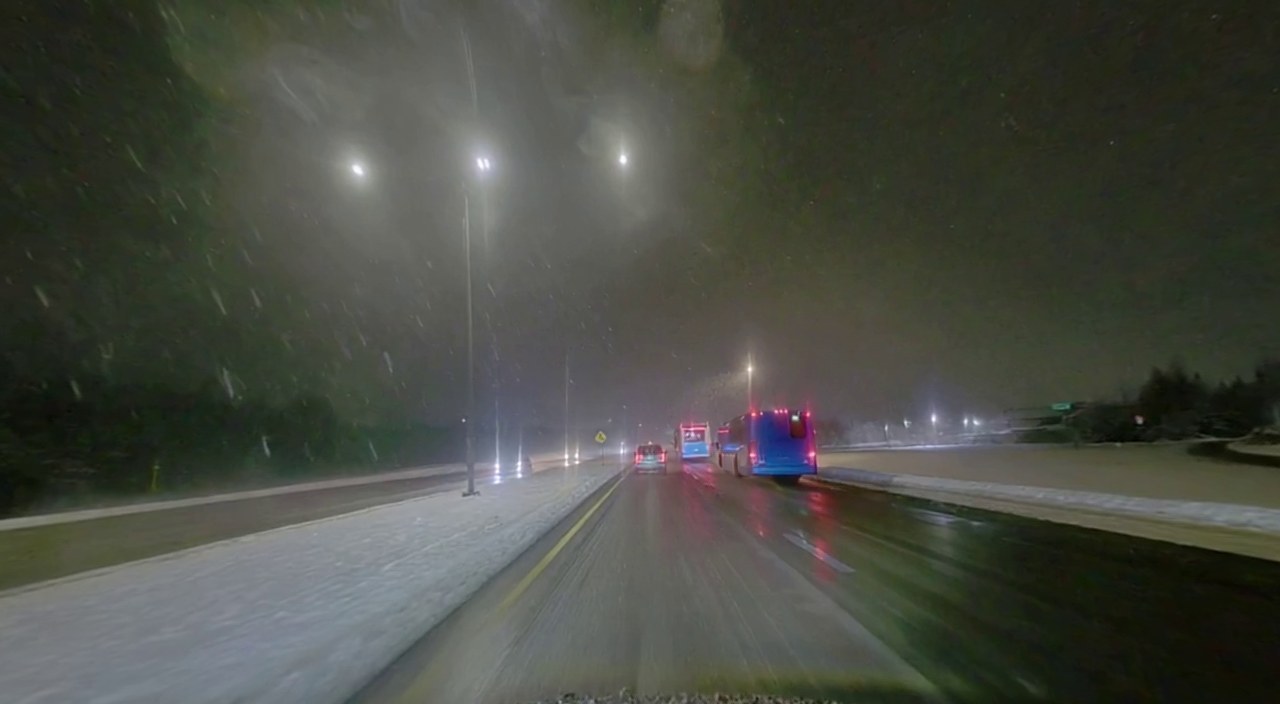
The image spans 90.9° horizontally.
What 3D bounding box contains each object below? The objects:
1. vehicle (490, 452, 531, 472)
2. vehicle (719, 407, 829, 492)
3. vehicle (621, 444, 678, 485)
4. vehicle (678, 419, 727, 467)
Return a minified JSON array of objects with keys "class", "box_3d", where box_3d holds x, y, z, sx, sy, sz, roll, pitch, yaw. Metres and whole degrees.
[{"class":"vehicle","box_3d":[-10.092,8.621,49.544,2.076,1.459,4.477,0,-9,2]},{"class":"vehicle","box_3d":[4.433,3.412,22.098,2.440,2.555,5.957,0,-9,-1]},{"class":"vehicle","box_3d":[0.355,4.301,24.373,2.004,1.449,3.817,0,-9,0]},{"class":"vehicle","box_3d":[4.623,7.026,48.297,2.883,3.358,7.942,0,-9,-1]}]
